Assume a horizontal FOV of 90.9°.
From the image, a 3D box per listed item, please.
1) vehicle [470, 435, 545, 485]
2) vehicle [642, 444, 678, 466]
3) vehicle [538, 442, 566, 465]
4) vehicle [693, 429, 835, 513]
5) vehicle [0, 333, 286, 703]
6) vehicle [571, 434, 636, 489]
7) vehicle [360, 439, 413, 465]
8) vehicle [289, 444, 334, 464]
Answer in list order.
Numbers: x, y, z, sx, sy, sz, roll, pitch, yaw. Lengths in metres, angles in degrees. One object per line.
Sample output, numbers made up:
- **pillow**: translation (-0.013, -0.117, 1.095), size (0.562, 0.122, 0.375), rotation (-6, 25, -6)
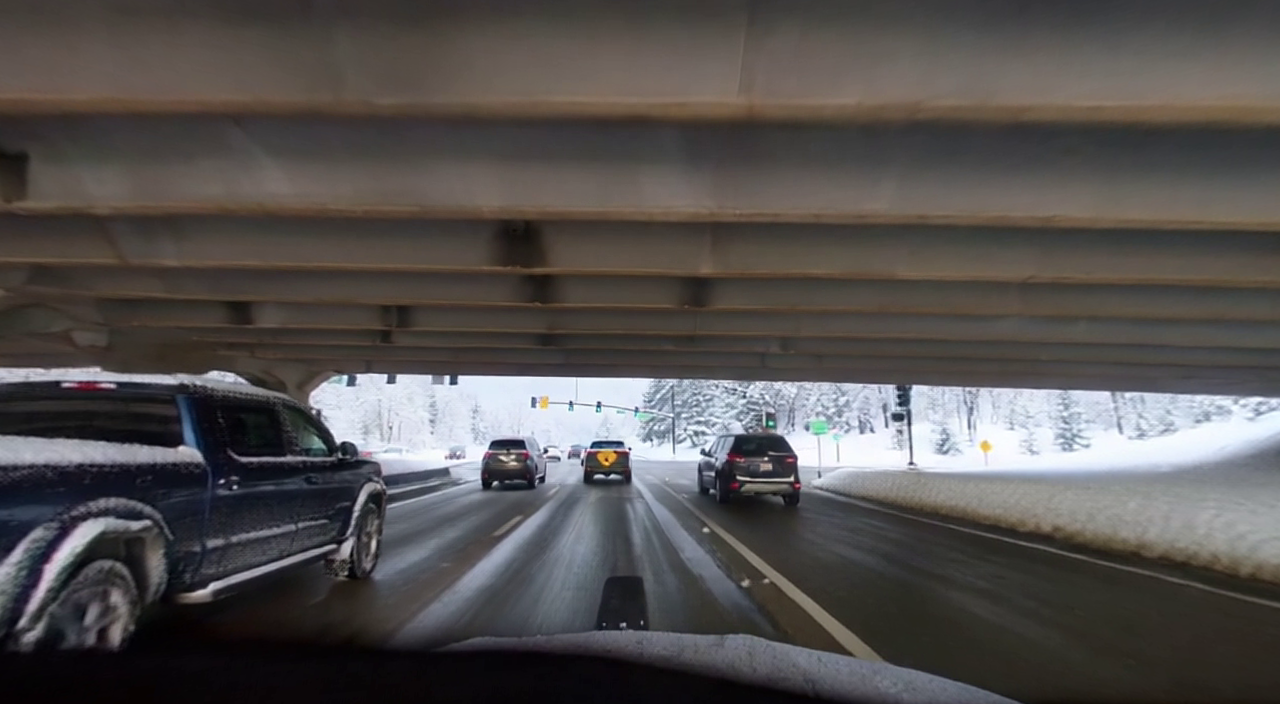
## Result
- **vehicle**: translation (-4.919, 4.084, 24.081), size (2.127, 1.720, 4.064), rotation (0, -8, -2)
- **vehicle**: translation (1.367, 7.222, 44.330), size (2.026, 1.457, 3.969), rotation (1, -8, -6)
- **vehicle**: translation (-6.671, 7.736, 48.214), size (1.829, 1.614, 3.611), rotation (0, -8, -4)
- **vehicle**: translation (2.839, 2.888, 15.961), size (2.234, 1.720, 5.378), rotation (0, -8, -3)
- **vehicle**: translation (-4.030, 0.831, 2.949), size (2.074, 1.814, 4.596), rotation (0, -8, -1)
- **vehicle**: translation (-1.243, 3.803, 22.289), size (2.097, 1.748, 3.794), rotation (0, -8, -2)
- **vehicle**: translation (-17.982, 7.100, 45.012), size (2.013, 1.744, 5.015), rotation (0, -8, -4)
- **vehicle**: translation (-25.650, 7.977, 49.373), size (1.691, 1.458, 3.783), rotation (0, -8, -4)
